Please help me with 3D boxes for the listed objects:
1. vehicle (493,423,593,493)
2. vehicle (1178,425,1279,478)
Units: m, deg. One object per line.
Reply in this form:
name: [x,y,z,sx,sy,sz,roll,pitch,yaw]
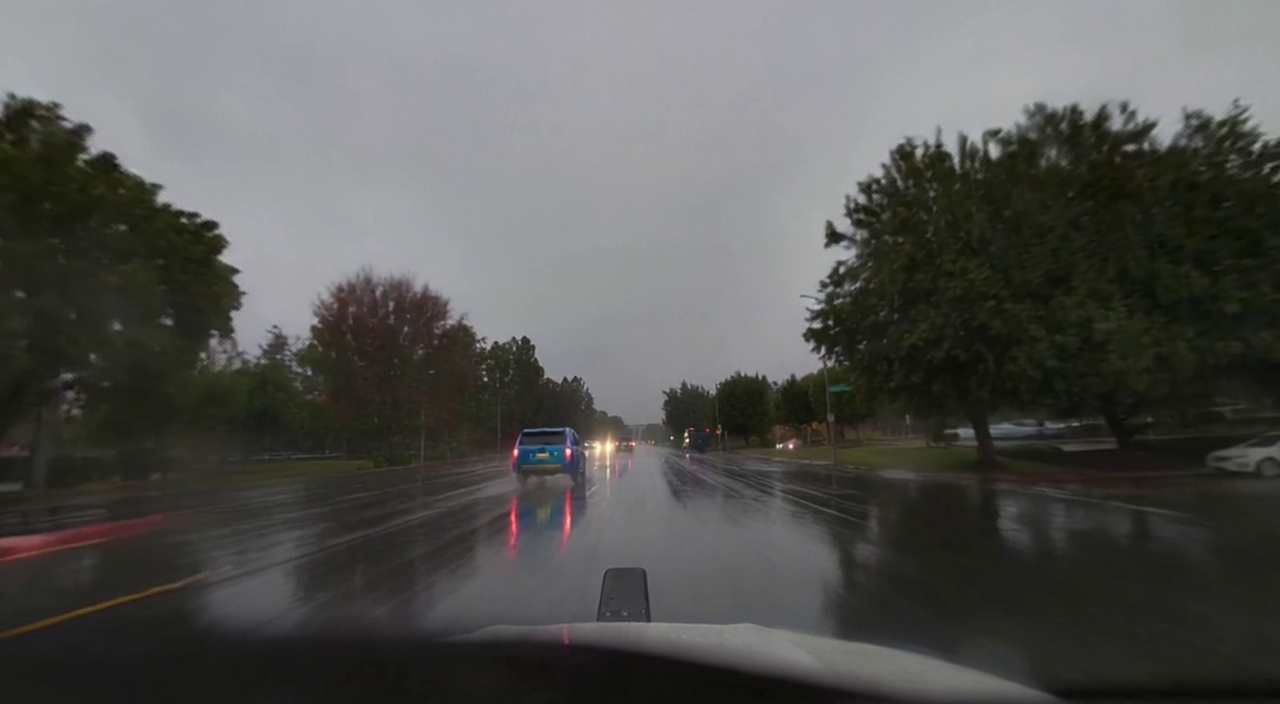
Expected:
vehicle: [-2.775,3.186,19.323,2.179,1.851,4.756,-1,-8,2]
vehicle: [22.526,3.478,22.251,4.802,1.760,2.374,0,-8,1]
